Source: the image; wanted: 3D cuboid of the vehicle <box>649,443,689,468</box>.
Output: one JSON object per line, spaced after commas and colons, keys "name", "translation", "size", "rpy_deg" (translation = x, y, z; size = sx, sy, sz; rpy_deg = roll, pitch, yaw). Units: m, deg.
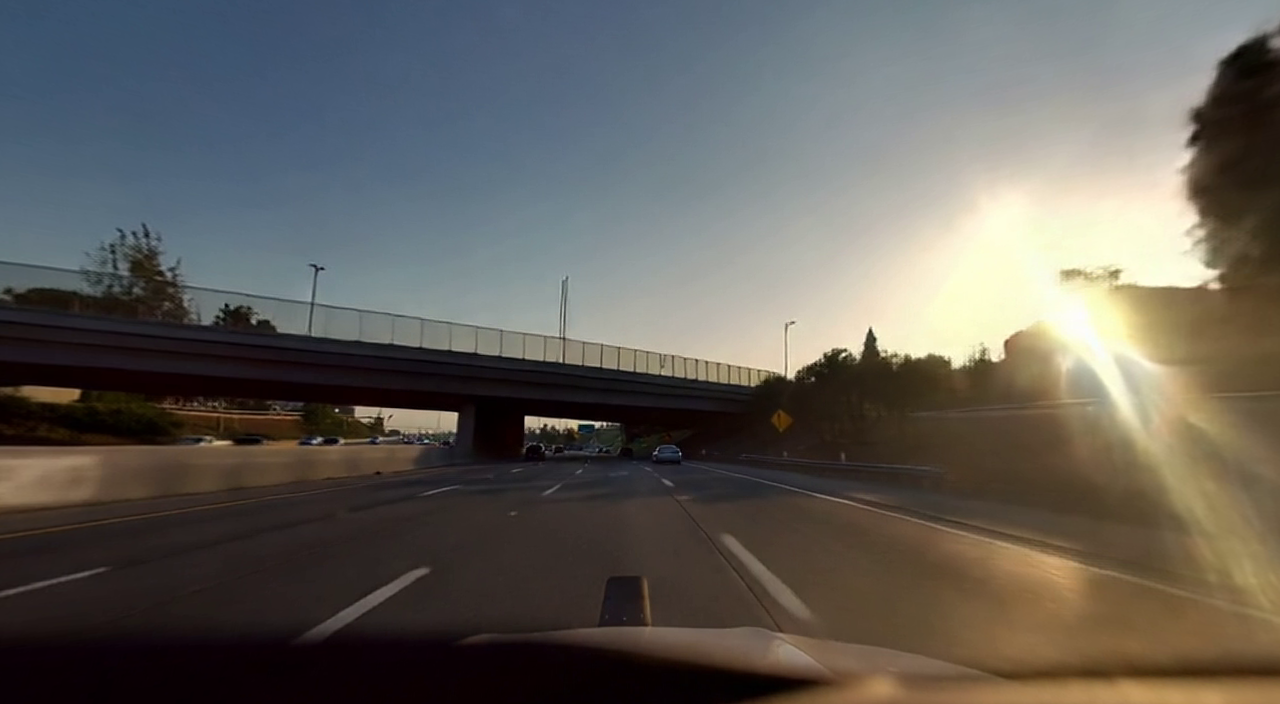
{"name": "vehicle", "translation": [1.799, 6.736, 41.205], "size": [2.059, 1.509, 4.670], "rpy_deg": [1, -8, -4]}
